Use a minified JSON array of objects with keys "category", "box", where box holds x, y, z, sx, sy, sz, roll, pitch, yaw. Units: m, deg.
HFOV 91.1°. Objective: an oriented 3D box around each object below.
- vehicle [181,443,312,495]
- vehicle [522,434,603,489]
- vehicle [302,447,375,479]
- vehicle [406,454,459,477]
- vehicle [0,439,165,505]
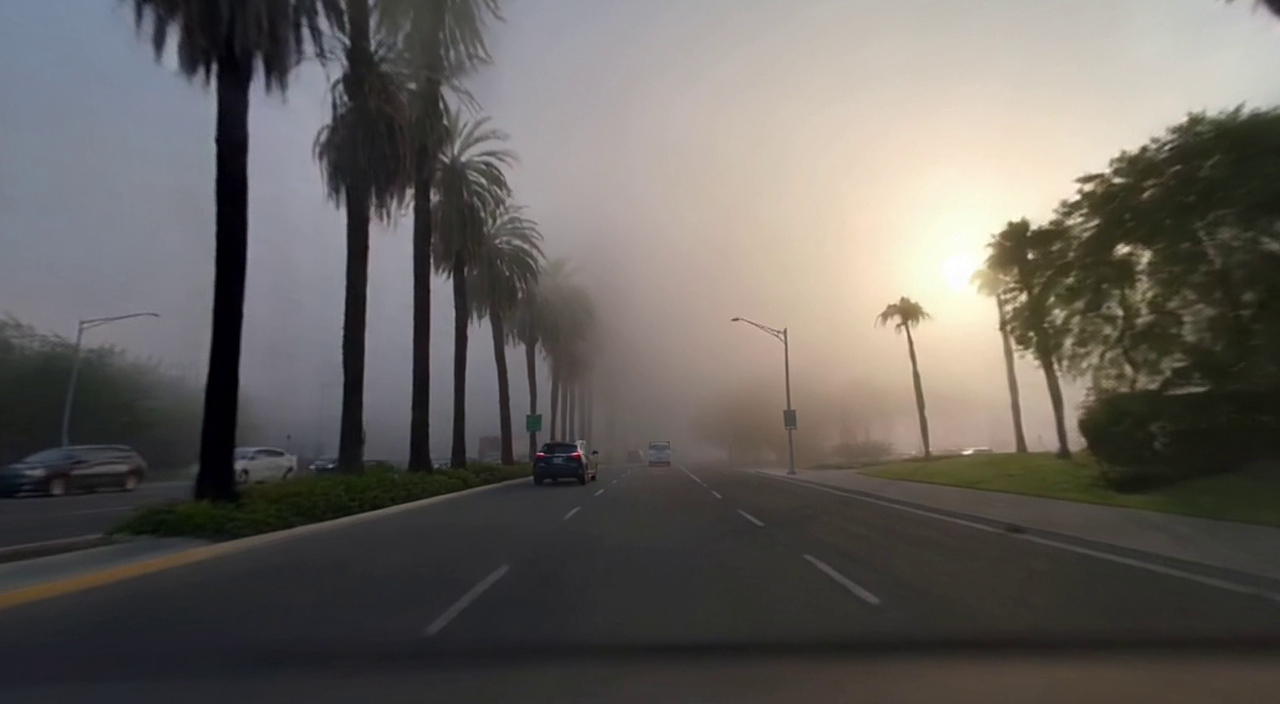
[{"category":"vehicle","box":[-16.011,4.741,25.937,2.142,1.913,4.745,0,-8,2]},{"category":"vehicle","box":[-2.768,4.069,23.723,2.188,1.819,4.667,-1,-8,4]},{"category":"vehicle","box":[-19.816,7.297,41.573,2.146,1.913,4.993,0,-8,3]},{"category":"vehicle","box":[-15.264,8.377,46.463,2.195,1.559,4.362,-1,-8,3]},{"category":"vehicle","box":[-20.368,4.105,22.143,2.425,1.960,5.936,0,-8,2]}]
